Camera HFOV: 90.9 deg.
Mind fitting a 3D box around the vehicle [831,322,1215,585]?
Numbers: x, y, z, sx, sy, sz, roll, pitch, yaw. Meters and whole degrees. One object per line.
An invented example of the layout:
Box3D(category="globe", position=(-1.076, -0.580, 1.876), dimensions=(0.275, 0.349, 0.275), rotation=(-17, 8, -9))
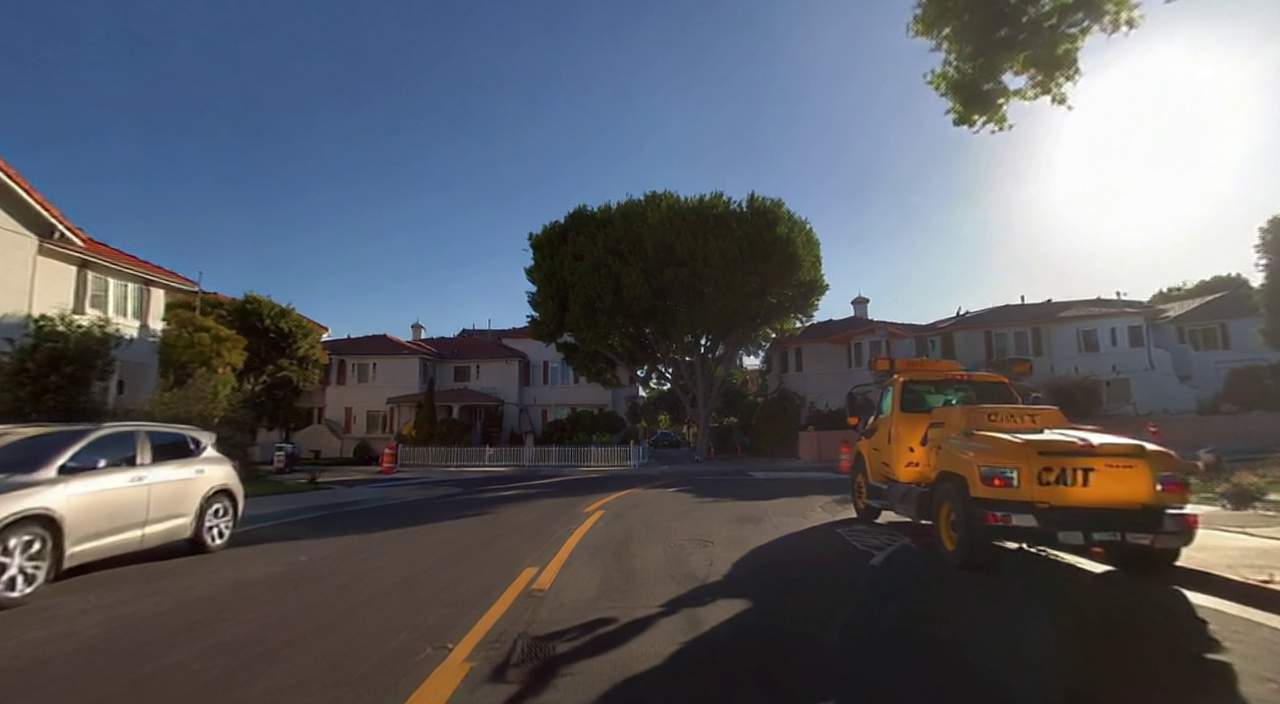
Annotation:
Box3D(category="vehicle", position=(4.383, 1.249, 8.132), dimensions=(2.501, 2.613, 3.505), rotation=(1, -9, -3))

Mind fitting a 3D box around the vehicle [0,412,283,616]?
Box3D(category="vehicle", position=(-6.686, 1.668, 7.301), dimensions=(2.220, 1.765, 4.799), rotation=(0, -8, 1))

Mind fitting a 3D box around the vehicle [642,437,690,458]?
Box3D(category="vehicle", position=(1.962, 7.441, 49.251), dimensions=(3.629, 1.578, 1.802), rotation=(0, -9, -1))
